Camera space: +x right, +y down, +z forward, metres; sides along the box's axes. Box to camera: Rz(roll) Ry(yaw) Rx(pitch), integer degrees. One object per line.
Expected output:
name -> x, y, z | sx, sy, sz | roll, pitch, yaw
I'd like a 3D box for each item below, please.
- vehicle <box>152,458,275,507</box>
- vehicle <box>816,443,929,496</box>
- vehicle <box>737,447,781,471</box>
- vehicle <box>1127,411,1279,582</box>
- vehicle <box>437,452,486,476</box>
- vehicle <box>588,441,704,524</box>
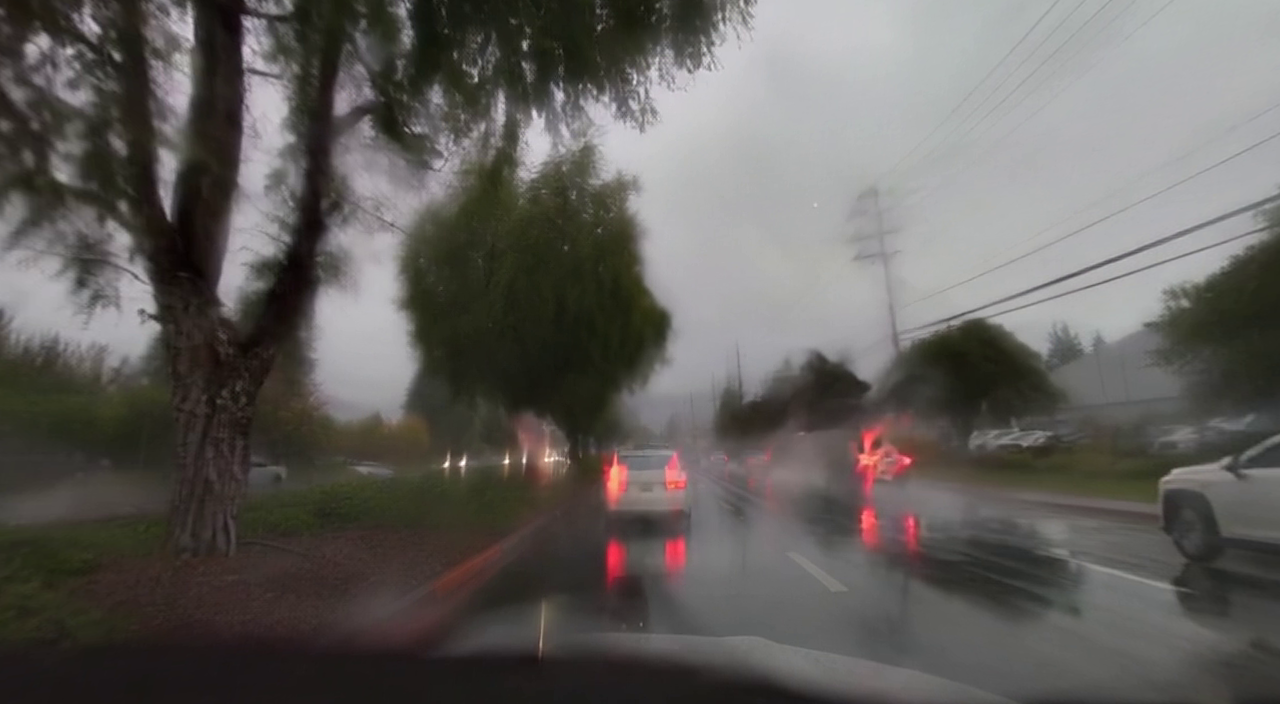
vehicle -> -15.047, 4.573, 22.516 | 1.701, 1.494, 3.791 | 0, -8, 0
vehicle -> 7.198, 3.647, 20.073 | 1.850, 1.480, 4.474 | 0, -8, 0
vehicle -> 7.680, 6.942, 41.132 | 1.899, 1.458, 4.499 | 0, -8, -1
vehicle -> 7.209, 1.338, 5.709 | 1.983, 1.649, 4.557 | 0, -8, 1
vehicle -> -12.104, 7.633, 43.129 | 1.942, 1.481, 4.621 | 0, -8, 0
vehicle -> 0.112, 2.663, 13.478 | 2.108, 1.479, 3.935 | 0, -8, 0
